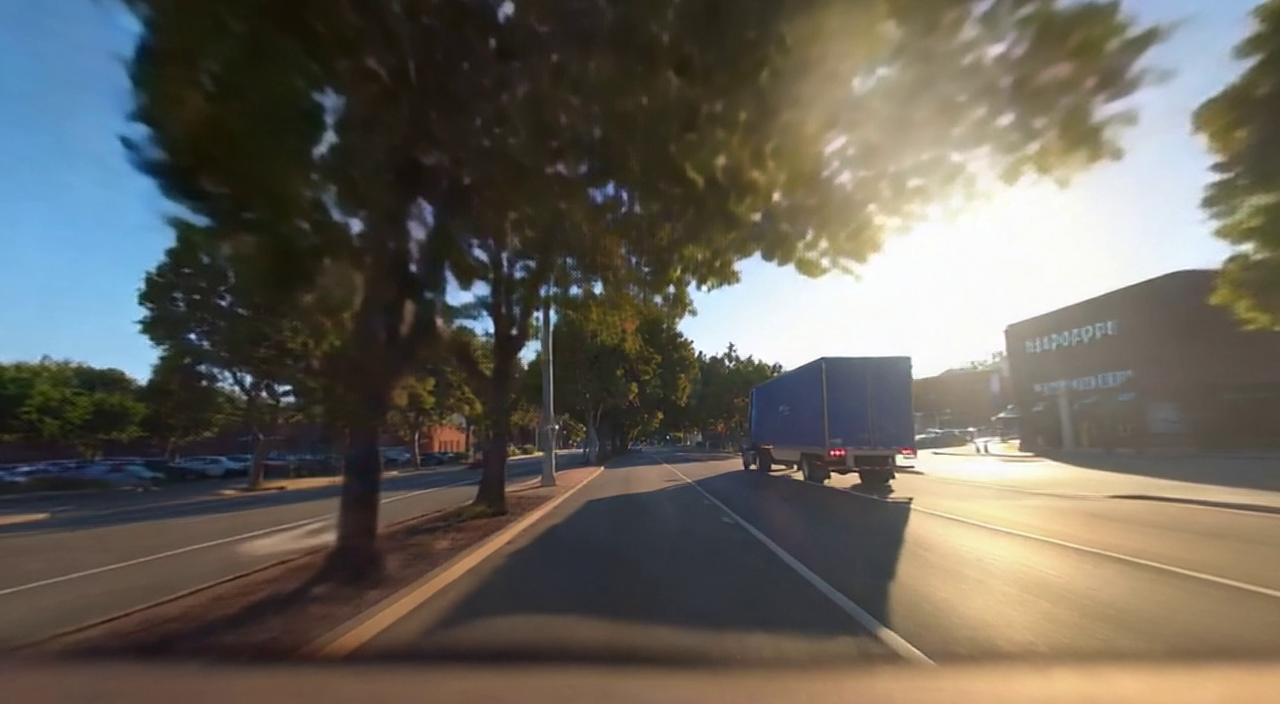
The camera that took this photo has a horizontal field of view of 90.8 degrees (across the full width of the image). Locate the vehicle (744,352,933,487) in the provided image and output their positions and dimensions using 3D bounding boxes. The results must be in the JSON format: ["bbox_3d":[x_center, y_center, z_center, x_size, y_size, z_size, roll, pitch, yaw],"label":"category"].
[{"bbox_3d":[6.537,2.727,23.633,3.120,3.794,11.510,0,-8,-1],"label":"vehicle"}]
